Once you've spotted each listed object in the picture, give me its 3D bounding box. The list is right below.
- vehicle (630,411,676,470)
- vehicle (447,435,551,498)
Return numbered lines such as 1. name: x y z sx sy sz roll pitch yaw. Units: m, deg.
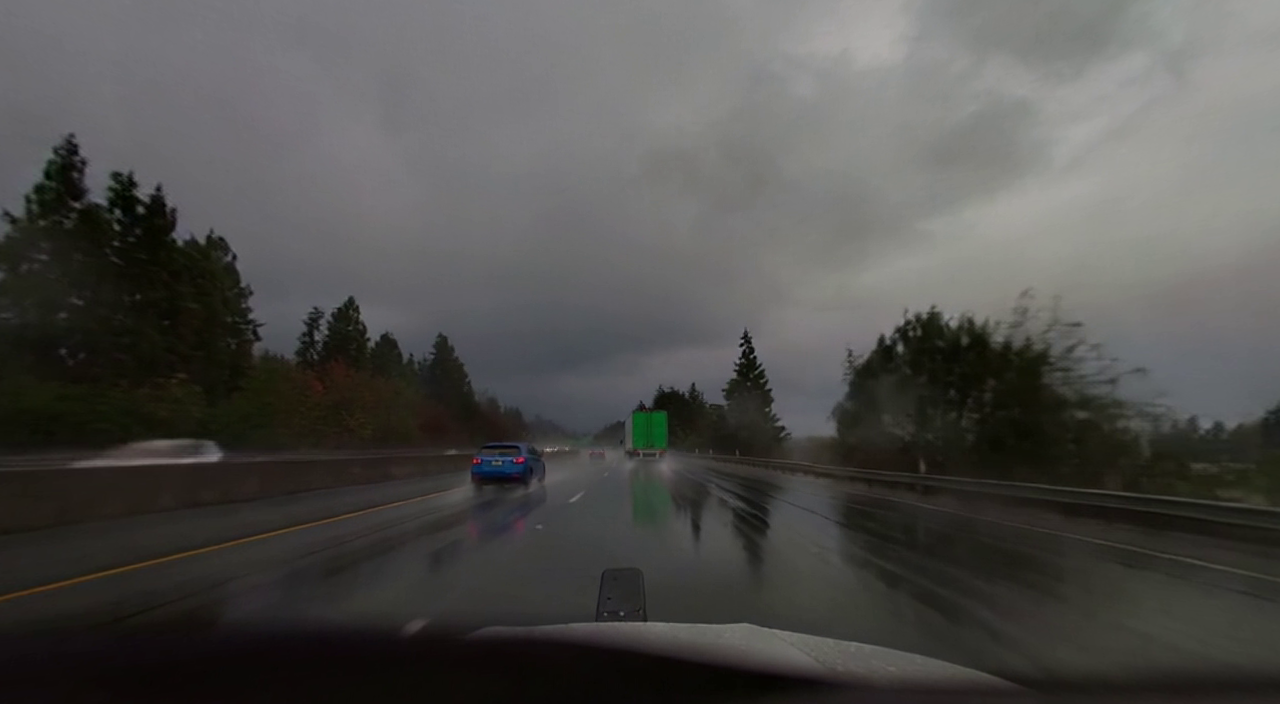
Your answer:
1. vehicle: 0.747 6.251 44.115 2.893 3.628 9.081 0 -9 -1
2. vehicle: -3.849 3.211 17.995 1.977 1.602 3.944 0 -9 1
